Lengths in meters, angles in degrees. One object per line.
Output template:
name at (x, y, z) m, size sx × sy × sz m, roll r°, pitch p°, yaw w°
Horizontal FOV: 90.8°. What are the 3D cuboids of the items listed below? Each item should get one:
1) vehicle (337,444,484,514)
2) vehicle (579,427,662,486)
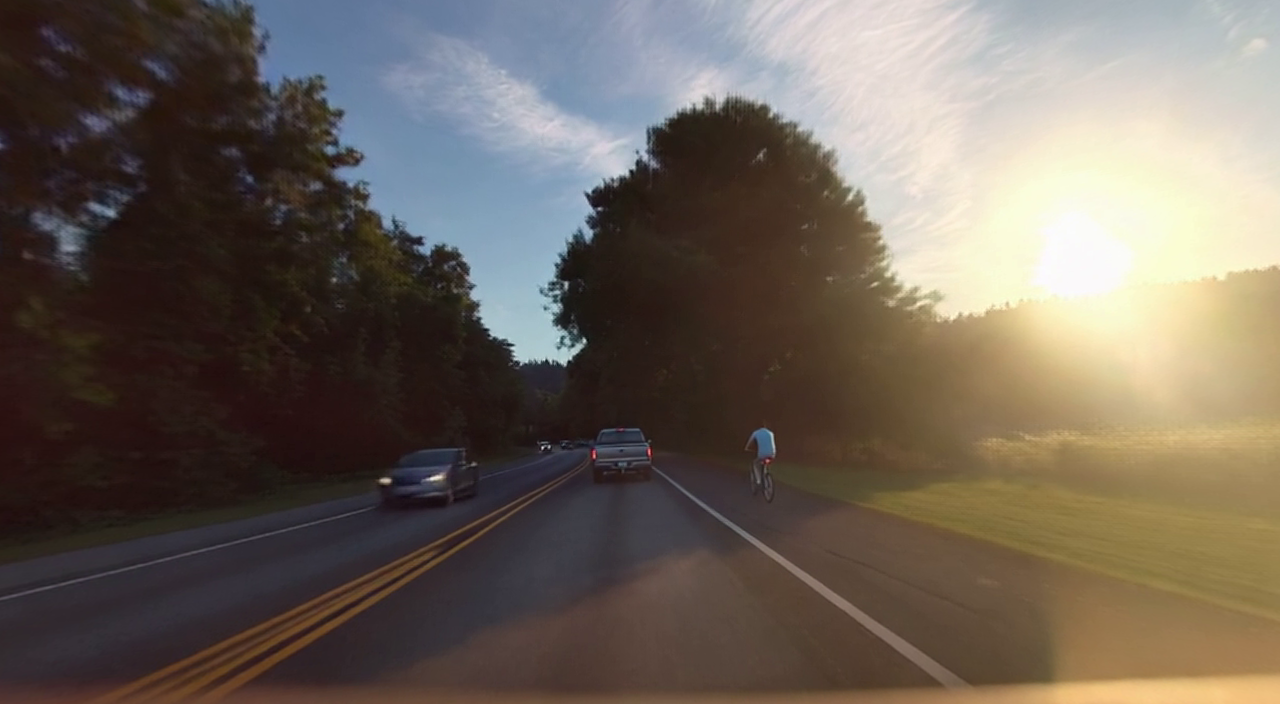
vehicle at (-5.657, 3.161, 16.356) m, size 2.118 × 1.513 × 4.602 m, roll -1°, pitch -8°, yaw 0°
vehicle at (-0.737, 3.691, 22.663) m, size 2.631 × 1.798 × 5.331 m, roll 0°, pitch -8°, yaw -2°
